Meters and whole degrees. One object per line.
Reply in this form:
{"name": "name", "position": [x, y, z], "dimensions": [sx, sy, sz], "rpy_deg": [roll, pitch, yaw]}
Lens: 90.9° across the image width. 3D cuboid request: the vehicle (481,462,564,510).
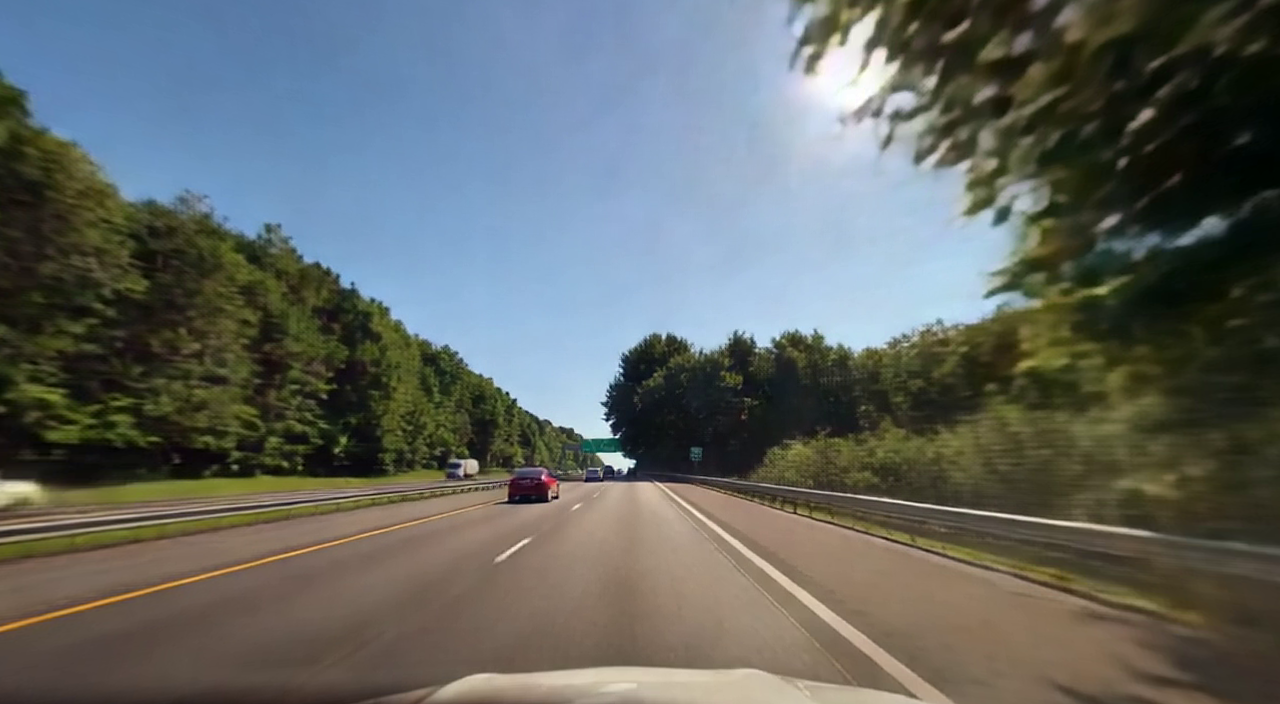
{"name": "vehicle", "position": [-4.008, 4.672, 22.301], "dimensions": [1.995, 1.467, 4.467], "rpy_deg": [0, -10, 1]}
